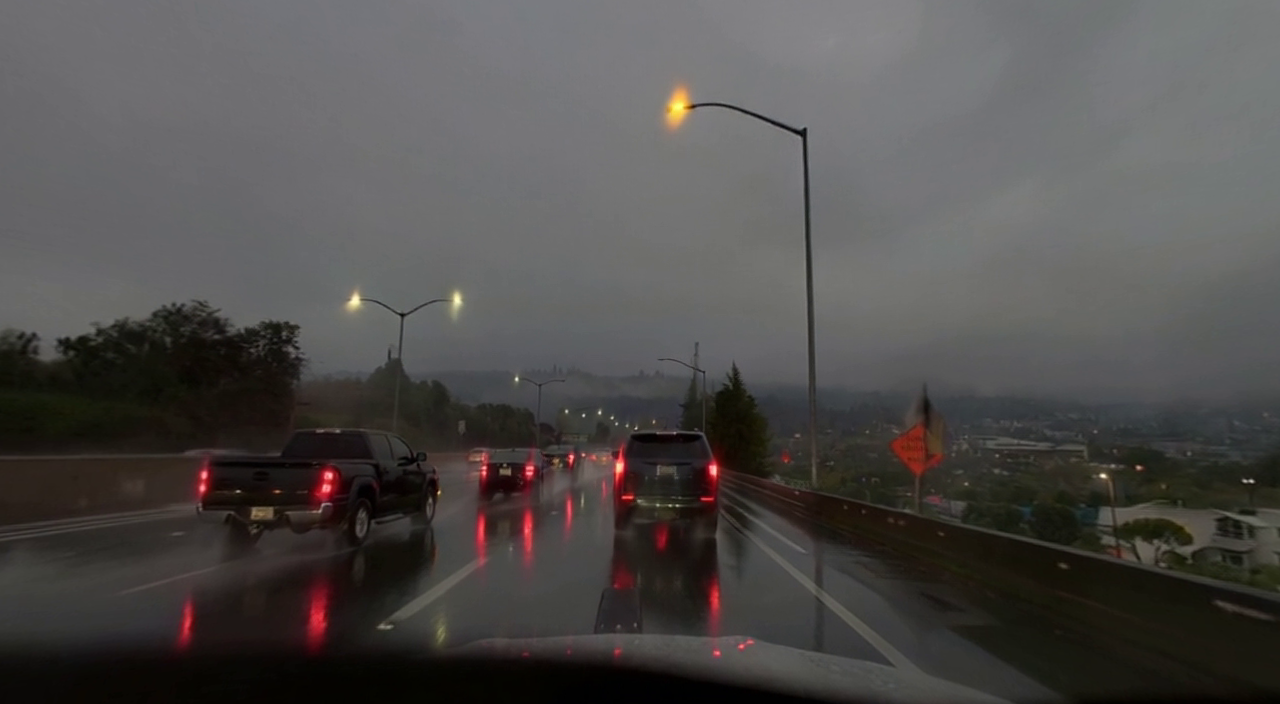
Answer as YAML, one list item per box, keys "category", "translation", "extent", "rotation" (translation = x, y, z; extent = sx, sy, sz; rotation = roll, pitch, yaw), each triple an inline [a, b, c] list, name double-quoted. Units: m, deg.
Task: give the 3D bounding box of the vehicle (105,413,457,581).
- category: "vehicle"
  translation: [-4.326, 1.810, 8.697]
  extent: [2.076, 1.688, 4.334]
  rotation: [-1, -9, 4]

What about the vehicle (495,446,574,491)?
- category: "vehicle"
  translation: [-3.670, 4.127, 22.768]
  extent: [1.868, 1.470, 4.105]
  rotation: [-1, -9, 4]

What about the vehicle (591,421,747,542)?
- category: "vehicle"
  translation: [0.472, 2.203, 11.364]
  extent: [2.235, 1.716, 4.435]
  rotation: [-1, -9, 1]
